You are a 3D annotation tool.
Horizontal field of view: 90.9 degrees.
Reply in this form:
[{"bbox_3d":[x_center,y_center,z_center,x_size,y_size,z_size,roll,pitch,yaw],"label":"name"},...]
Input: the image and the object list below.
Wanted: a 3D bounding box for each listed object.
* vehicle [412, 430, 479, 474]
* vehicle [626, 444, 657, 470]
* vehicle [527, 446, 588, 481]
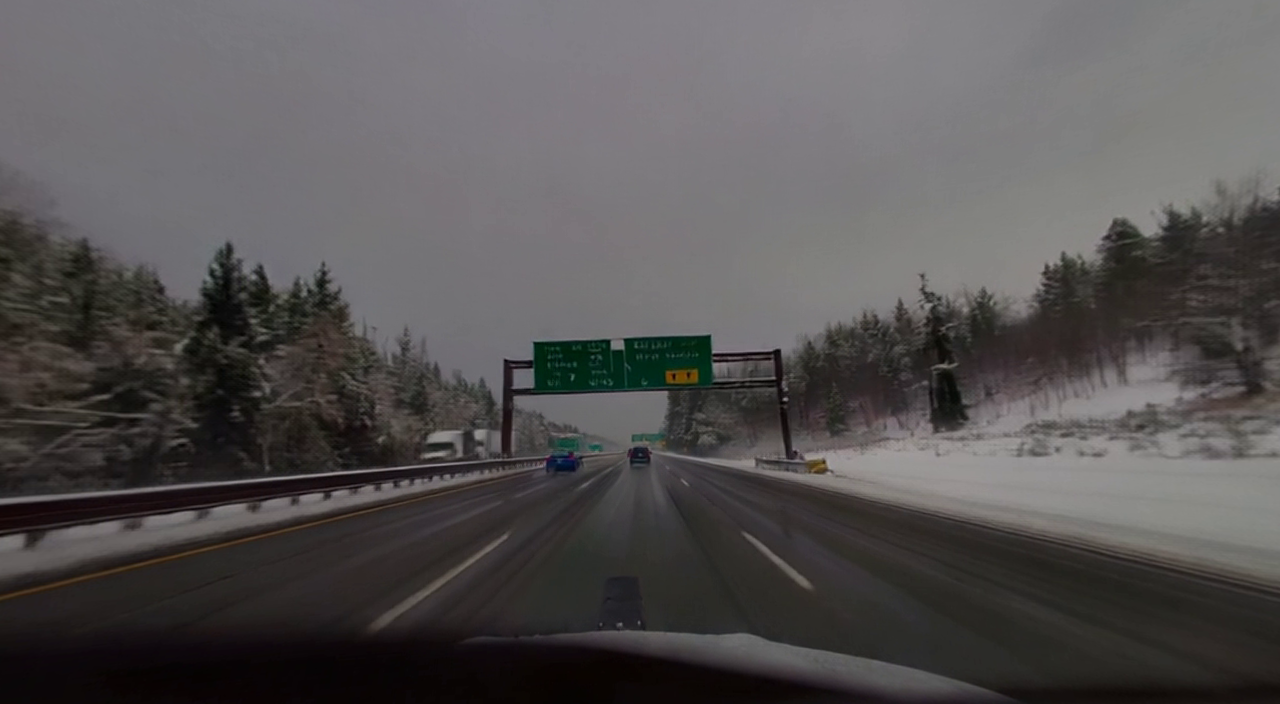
[{"bbox_3d":[-13.372,6.938,43.927,2.485,2.795,6.720,0,-9,0],"label":"vehicle"},{"bbox_3d":[0.088,6.969,41.976,2.011,1.590,3.607,0,-9,0],"label":"vehicle"},{"bbox_3d":[-3.711,5.123,29.376,2.157,1.483,4.601,0,-9,1],"label":"vehicle"}]
